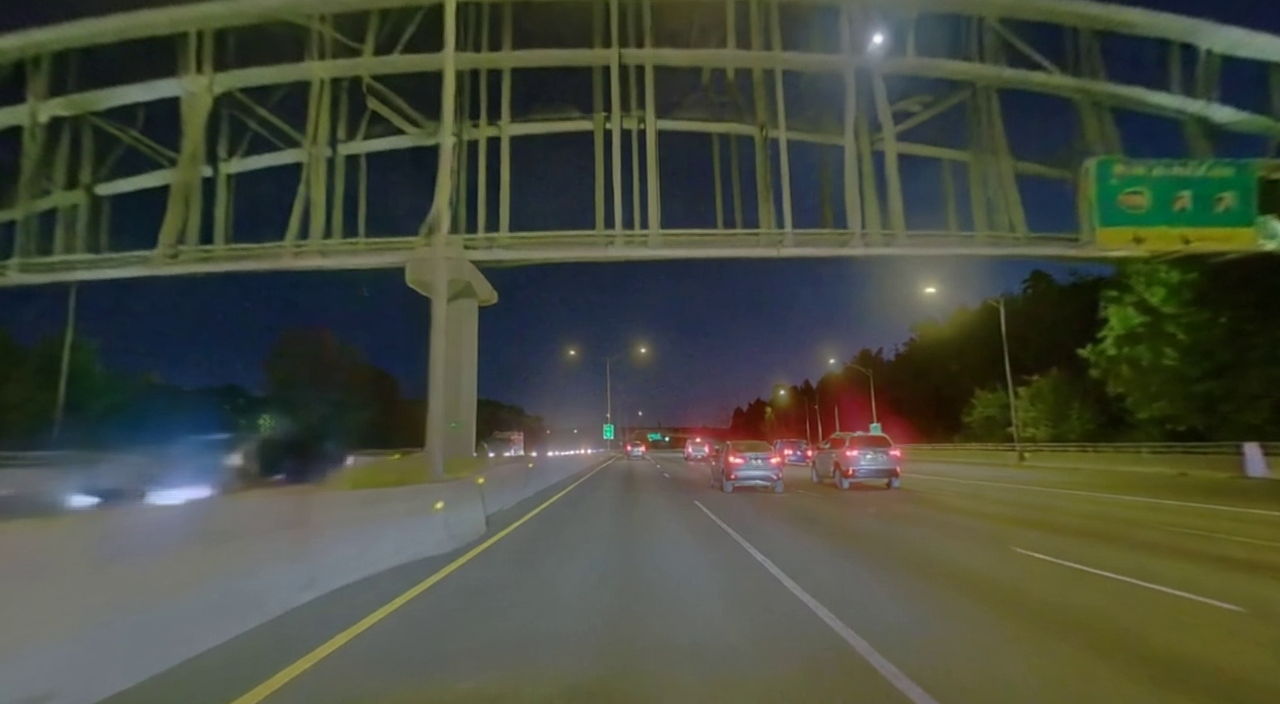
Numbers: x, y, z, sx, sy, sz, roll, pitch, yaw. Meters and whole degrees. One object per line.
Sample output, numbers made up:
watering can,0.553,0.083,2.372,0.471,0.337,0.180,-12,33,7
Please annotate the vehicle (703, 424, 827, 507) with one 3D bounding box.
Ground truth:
vehicle,2.856,2.712,15.513,2.059,1.711,4.302,0,-9,-1

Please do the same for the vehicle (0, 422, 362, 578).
vehicle,-5.915,1.902,8.957,2.019,1.633,4.367,0,-9,-1

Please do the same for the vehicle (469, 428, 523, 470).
vehicle,-10.162,6.944,45.205,2.307,2.726,6.596,0,-9,0

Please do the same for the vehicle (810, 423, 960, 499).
vehicle,6.522,2.973,17.606,2.040,1.801,4.959,0,-9,-2

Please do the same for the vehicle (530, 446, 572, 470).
vehicle,-5.737,6.855,41.191,2.026,1.474,4.578,0,-9,0
